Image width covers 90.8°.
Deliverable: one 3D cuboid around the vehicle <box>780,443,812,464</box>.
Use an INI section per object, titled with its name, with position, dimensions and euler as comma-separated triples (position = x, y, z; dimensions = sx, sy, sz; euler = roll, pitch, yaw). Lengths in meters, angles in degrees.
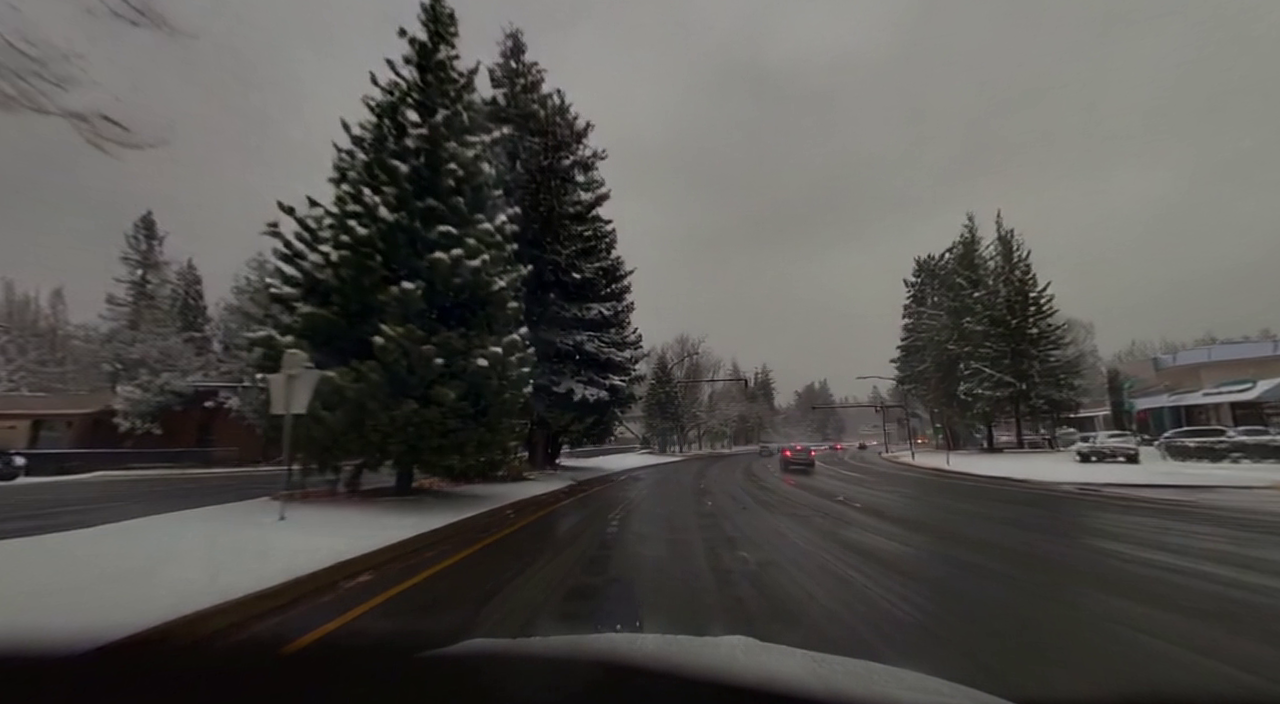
[vehicle]
position = 11.777, 7.670, 47.916
dimensions = 1.988, 1.460, 3.996
euler = -2, -9, 9
